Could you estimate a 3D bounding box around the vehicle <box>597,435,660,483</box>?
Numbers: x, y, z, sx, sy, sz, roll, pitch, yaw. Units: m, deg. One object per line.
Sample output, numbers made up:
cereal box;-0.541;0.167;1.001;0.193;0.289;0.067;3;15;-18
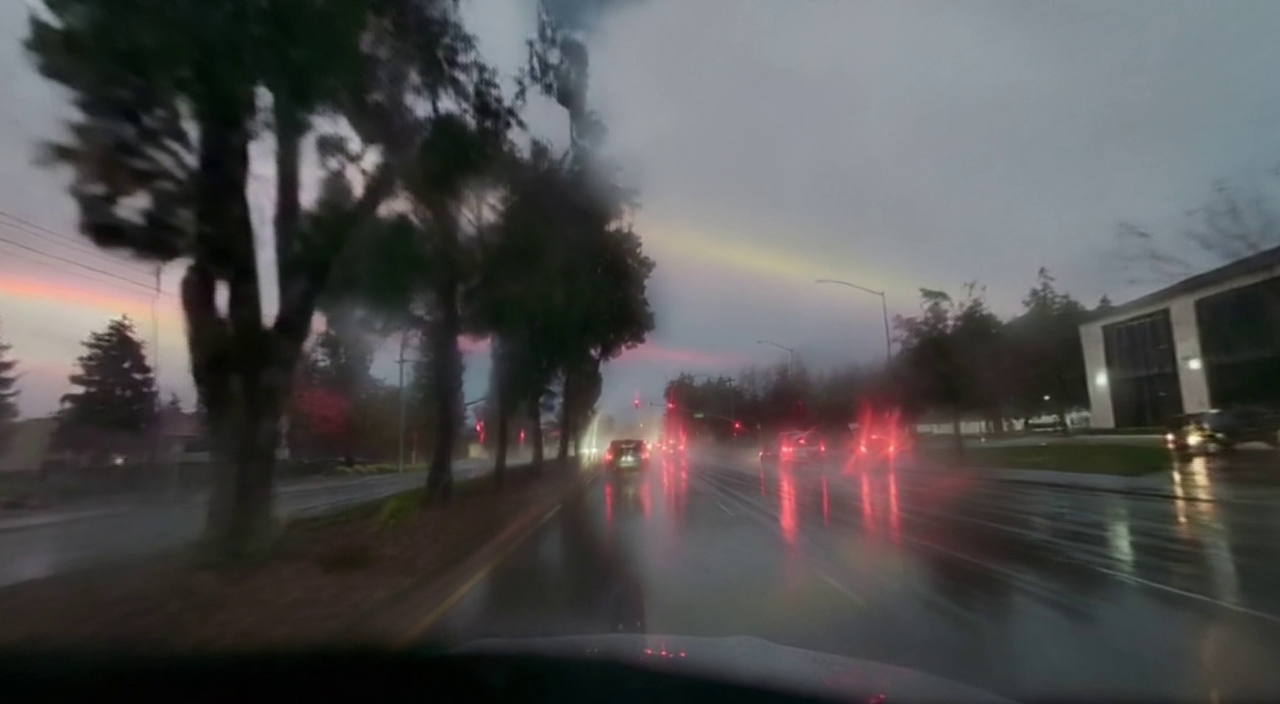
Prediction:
vehicle;-0.411;4.013;23.948;2.181;1.639;4.127;0;-8;0
